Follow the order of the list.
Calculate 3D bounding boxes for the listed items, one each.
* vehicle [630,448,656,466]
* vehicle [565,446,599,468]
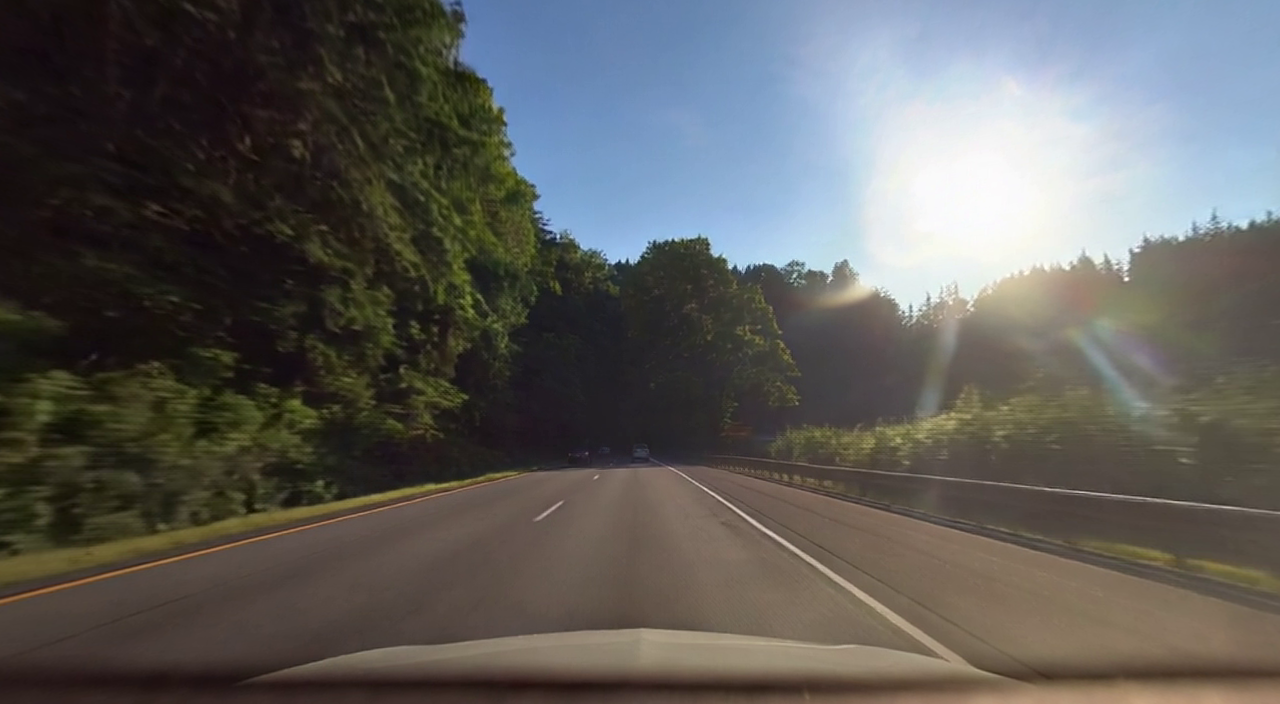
[{"bbox_3d":[0.206,8.265,49.684,1.989,1.402,3.831,0,-9,0],"label":"vehicle"},{"bbox_3d":[-4.248,7.764,46.708,2.112,1.498,4.117,0,-9,0],"label":"vehicle"}]
